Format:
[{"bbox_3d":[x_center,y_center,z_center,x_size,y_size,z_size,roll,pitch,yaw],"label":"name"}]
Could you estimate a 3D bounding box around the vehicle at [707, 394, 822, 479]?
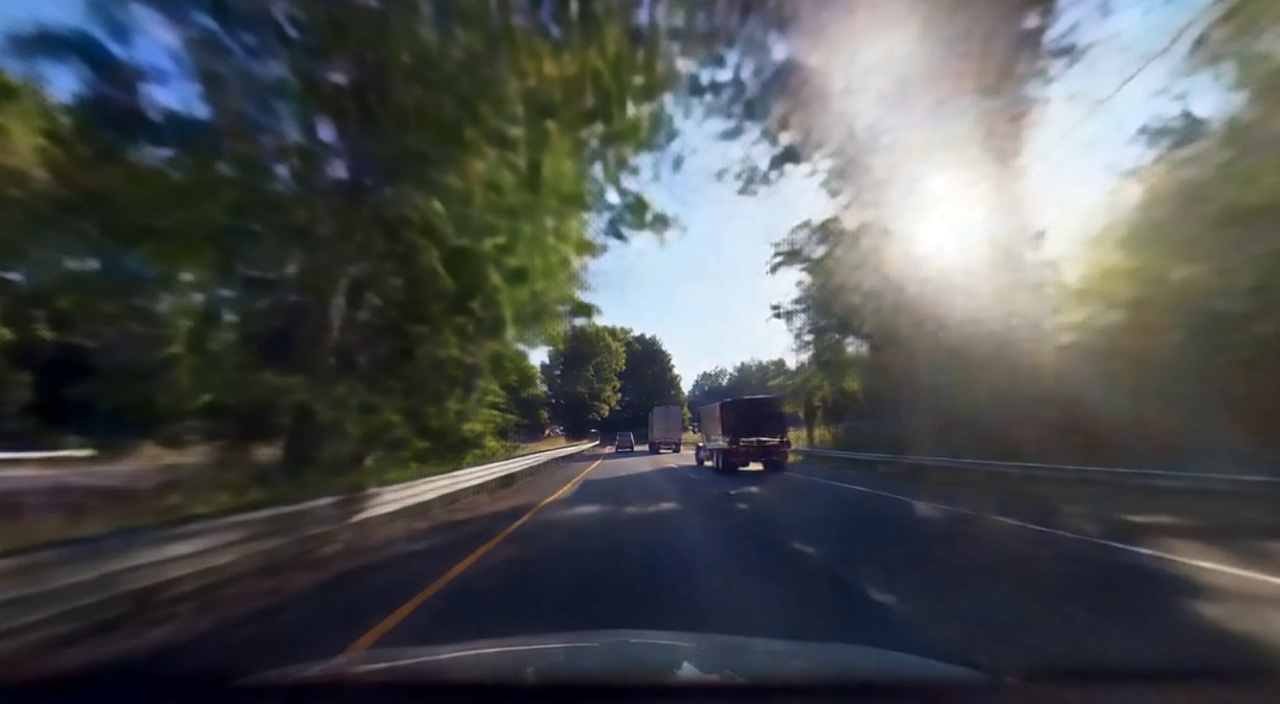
[{"bbox_3d":[4.364,3.146,23.568,2.741,2.716,6.323,0,-8,-2],"label":"vehicle"}]
